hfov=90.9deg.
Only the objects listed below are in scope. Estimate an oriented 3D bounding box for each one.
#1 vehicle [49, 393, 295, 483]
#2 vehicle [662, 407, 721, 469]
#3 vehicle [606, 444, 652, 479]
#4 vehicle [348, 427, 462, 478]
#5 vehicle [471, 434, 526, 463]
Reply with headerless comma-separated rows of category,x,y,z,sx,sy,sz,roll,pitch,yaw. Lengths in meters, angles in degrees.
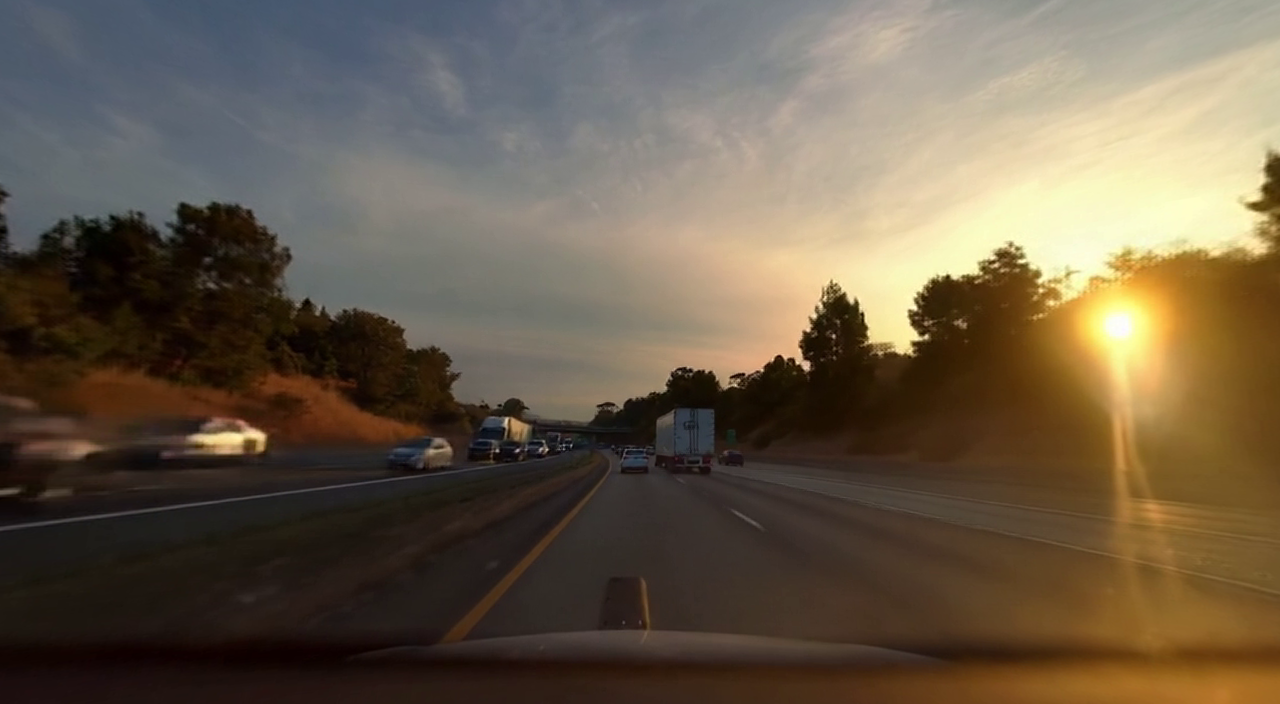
vehicle,-11.748,2.298,16.548,2.299,1.960,5.379,0,-9,0
vehicle,3.551,6.586,47.300,2.931,4.009,12.800,0,-9,-2
vehicle,-0.553,5.371,31.139,2.111,1.599,3.859,0,-9,-1
vehicle,-7.327,3.221,20.191,2.013,1.439,4.317,0,-9,0
vehicle,-7.775,5.372,35.161,1.958,1.489,4.997,0,-9,-1
